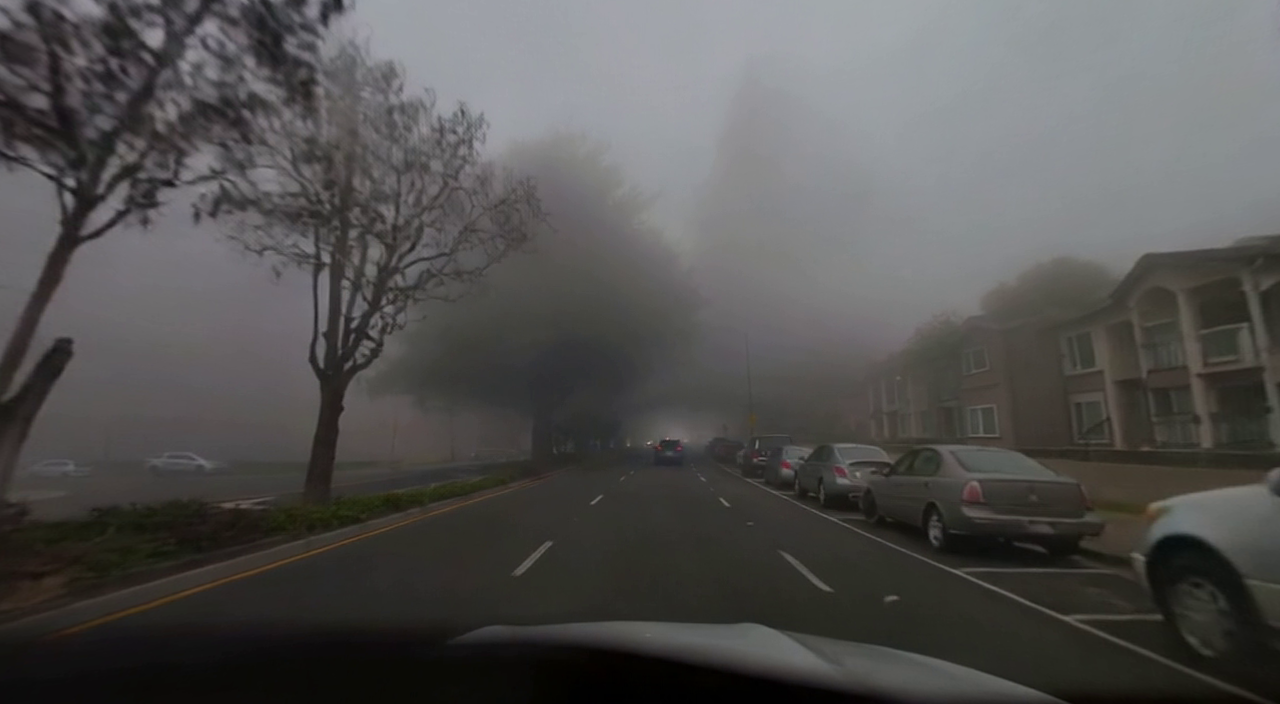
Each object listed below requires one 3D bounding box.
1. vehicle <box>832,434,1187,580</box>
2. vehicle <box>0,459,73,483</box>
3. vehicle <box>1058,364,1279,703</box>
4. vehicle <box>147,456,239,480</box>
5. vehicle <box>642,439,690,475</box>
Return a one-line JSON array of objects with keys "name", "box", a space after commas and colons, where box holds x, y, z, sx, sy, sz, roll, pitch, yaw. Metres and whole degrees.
[{"name": "vehicle", "box": [4.477, 1.917, 8.818, 1.855, 1.445, 4.895, 0, -8, -2]}, {"name": "vehicle", "box": [-41.131, 7.985, 42.491, 4.292, 1.497, 1.883, -1, -9, 8]}, {"name": "vehicle", "box": [4.295, 0.835, 2.519, 1.973, 1.749, 4.608, 0, -8, -1]}, {"name": "vehicle", "box": [-29.625, 7.665, 41.881, 4.591, 1.468, 1.805, 1, -9, -9]}, {"name": "vehicle", "box": [1.169, 4.765, 28.864, 2.011, 1.480, 4.170, 0, -8, 2]}]
